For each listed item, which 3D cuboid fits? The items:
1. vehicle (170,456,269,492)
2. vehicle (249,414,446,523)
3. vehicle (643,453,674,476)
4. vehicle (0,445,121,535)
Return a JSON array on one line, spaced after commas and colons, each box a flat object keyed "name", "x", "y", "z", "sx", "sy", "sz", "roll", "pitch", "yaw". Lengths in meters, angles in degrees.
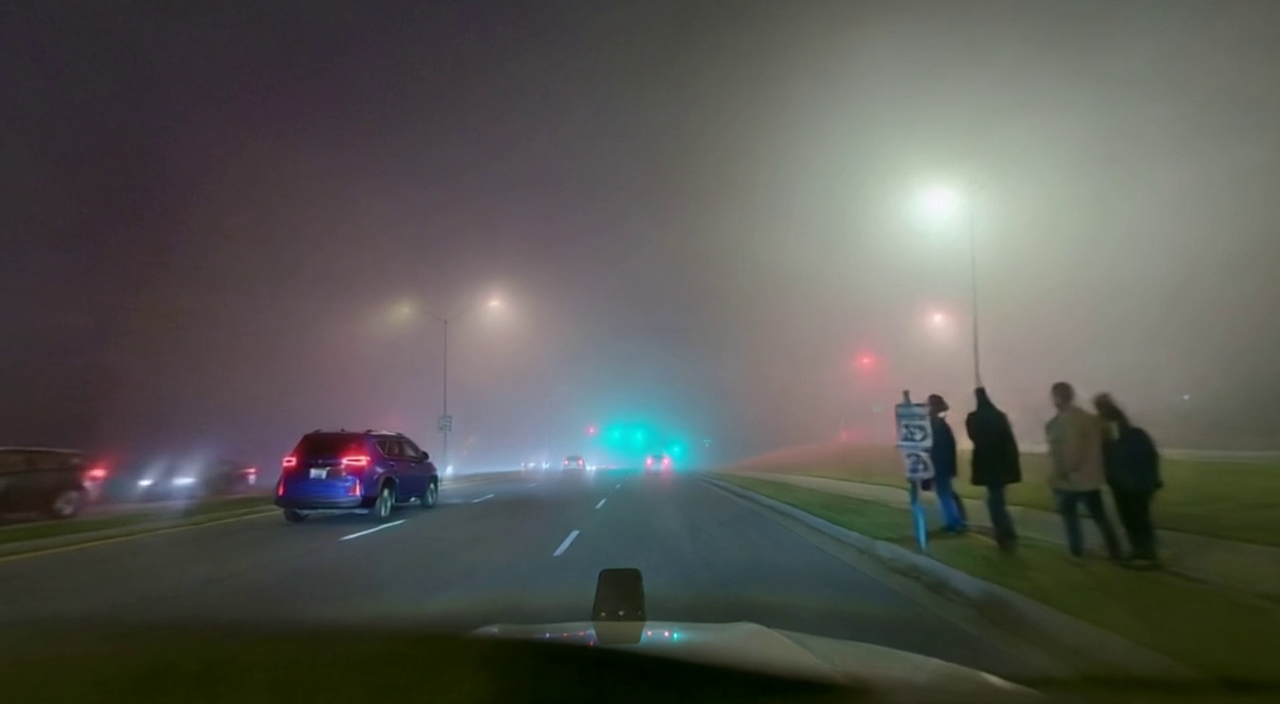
[{"name": "vehicle", "x": -21.562, "y": 6.234, "z": 32.569, "sx": 1.981, "sy": 1.650, "sz": 4.491, "roll": 0, "pitch": -8, "yaw": 1}, {"name": "vehicle", "x": -5.834, "y": 2.377, "z": 13.322, "sx": 2.027, "sy": 1.908, "sz": 4.273, "roll": 0, "pitch": -8, "yaw": 1}, {"name": "vehicle", "x": 1.285, "y": 7.980, "z": 44.908, "sx": 2.091, "sy": 1.494, "sz": 3.962, "roll": 0, "pitch": -8, "yaw": 0}, {"name": "vehicle", "x": -12.051, "y": 2.396, "z": 10.925, "sx": 2.064, "sy": 1.515, "sz": 5.056, "roll": 0, "pitch": -8, "yaw": -4}]
